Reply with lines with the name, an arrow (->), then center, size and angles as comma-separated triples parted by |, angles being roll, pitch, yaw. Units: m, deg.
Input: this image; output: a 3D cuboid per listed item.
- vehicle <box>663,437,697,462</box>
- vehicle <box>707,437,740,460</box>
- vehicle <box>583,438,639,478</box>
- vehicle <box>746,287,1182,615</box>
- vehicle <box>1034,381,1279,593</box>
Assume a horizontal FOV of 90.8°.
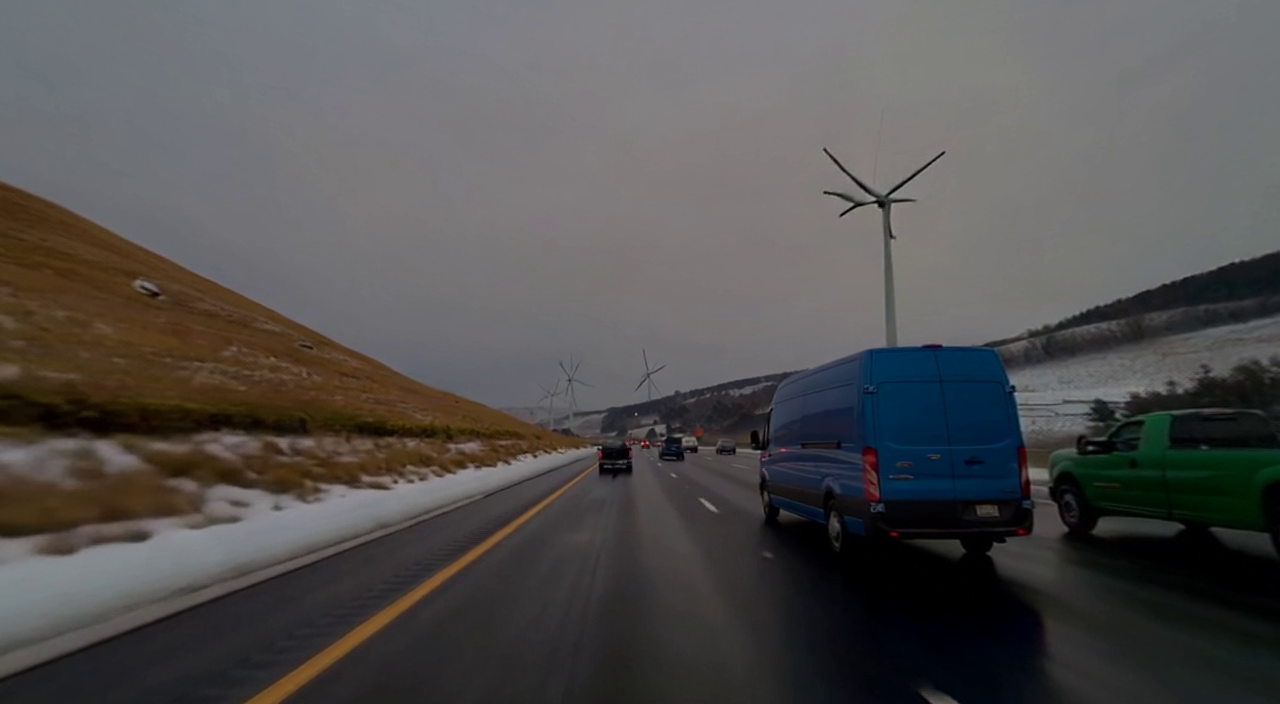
vehicle -> 2.825, 6.988, 45.500 | 2.108, 1.717, 3.996 | 0, -8, -2
vehicle -> 6.349, 7.379, 48.294 | 1.864, 1.689, 4.206 | 0, -8, -1
vehicle -> -1.106, 4.241, 25.561 | 2.082, 1.445, 3.826 | 0, -8, 0
vehicle -> 3.045, 1.172, 7.977 | 2.365, 2.630, 5.754 | 0, -8, 0
vehicle -> 6.623, 1.238, 5.890 | 2.070, 1.833, 5.811 | 0, -8, -1
